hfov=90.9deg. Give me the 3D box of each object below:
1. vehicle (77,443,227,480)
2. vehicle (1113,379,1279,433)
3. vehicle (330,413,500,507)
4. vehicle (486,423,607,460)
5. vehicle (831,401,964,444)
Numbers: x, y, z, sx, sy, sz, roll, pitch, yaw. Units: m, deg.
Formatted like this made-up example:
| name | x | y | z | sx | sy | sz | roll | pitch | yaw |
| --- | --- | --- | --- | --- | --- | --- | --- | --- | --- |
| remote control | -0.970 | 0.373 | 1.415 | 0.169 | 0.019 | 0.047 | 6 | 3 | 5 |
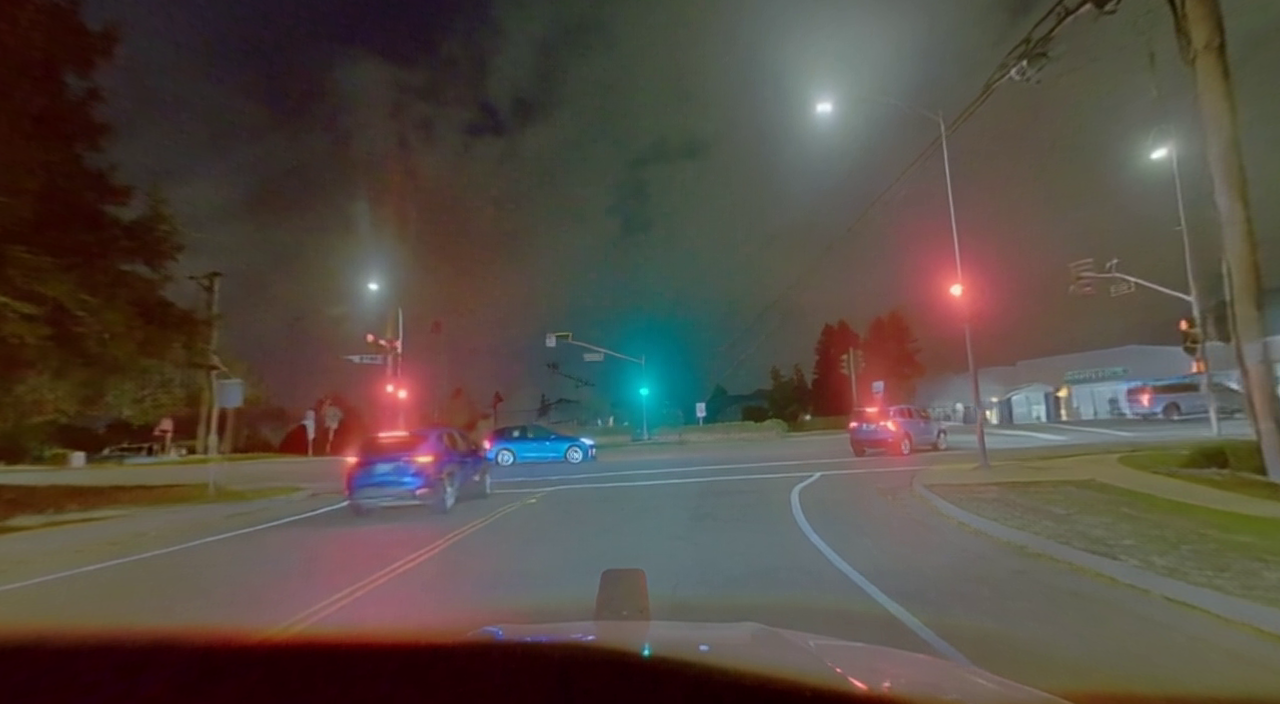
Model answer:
| name | x | y | z | sx | sy | sz | roll | pitch | yaw |
| --- | --- | --- | --- | --- | --- | --- | --- | --- | --- |
| vehicle | -20.376 | 4.575 | 26.479 | 4.610 | 1.476 | 2.021 | 0 | -8 | 0 |
| vehicle | 22.794 | 2.262 | 25.798 | 4.950 | 2.022 | 2.221 | 0 | -8 | 1 |
| vehicle | -4.724 | 2.359 | 14.137 | 1.928 | 1.726 | 4.704 | -1 | -9 | 2 |
| vehicle | -3.859 | 3.756 | 26.584 | 4.757 | 1.442 | 1.858 | -1 | -6 | 1 |
| vehicle | 10.607 | 2.956 | 26.248 | 4.636 | 1.668 | 1.935 | -1 | -8 | 2 |
